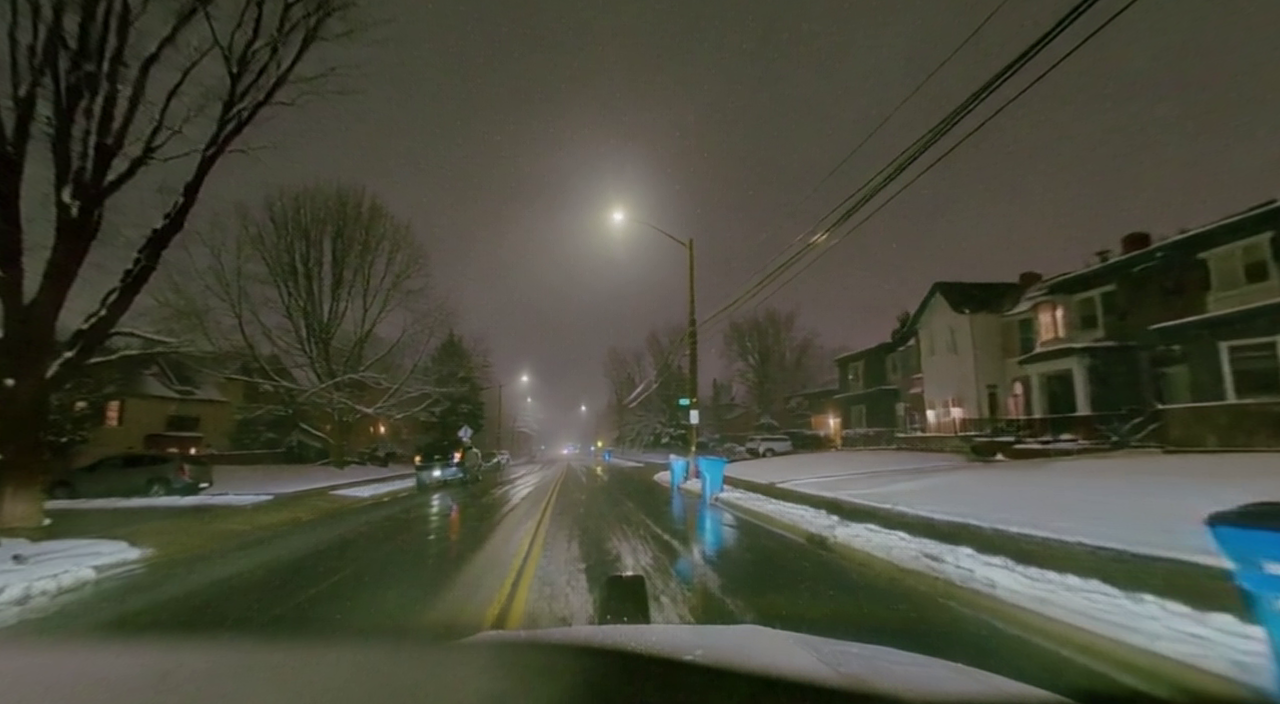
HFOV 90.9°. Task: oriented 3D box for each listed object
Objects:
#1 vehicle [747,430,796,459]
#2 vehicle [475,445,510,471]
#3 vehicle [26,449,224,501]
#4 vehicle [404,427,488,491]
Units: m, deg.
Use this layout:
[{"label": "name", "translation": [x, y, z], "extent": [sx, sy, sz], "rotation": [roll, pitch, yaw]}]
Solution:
[{"label": "vehicle", "translation": [8.997, 6.337, 43.476], "extent": [1.936, 1.687, 4.714], "rotation": [-4, -7, -5]}, {"label": "vehicle", "translation": [-10.631, 7.622, 45.622], "extent": [1.945, 1.530, 4.430], "rotation": [-4, -6, -8]}, {"label": "vehicle", "translation": [-16.694, 4.010, 20.677], "extent": [4.617, 1.491, 1.953], "rotation": [-1, -10, -5]}, {"label": "vehicle", "translation": [-8.522, 4.657, 28.354], "extent": [2.223, 2.115, 5.707], "rotation": [6, -5, -4]}]
